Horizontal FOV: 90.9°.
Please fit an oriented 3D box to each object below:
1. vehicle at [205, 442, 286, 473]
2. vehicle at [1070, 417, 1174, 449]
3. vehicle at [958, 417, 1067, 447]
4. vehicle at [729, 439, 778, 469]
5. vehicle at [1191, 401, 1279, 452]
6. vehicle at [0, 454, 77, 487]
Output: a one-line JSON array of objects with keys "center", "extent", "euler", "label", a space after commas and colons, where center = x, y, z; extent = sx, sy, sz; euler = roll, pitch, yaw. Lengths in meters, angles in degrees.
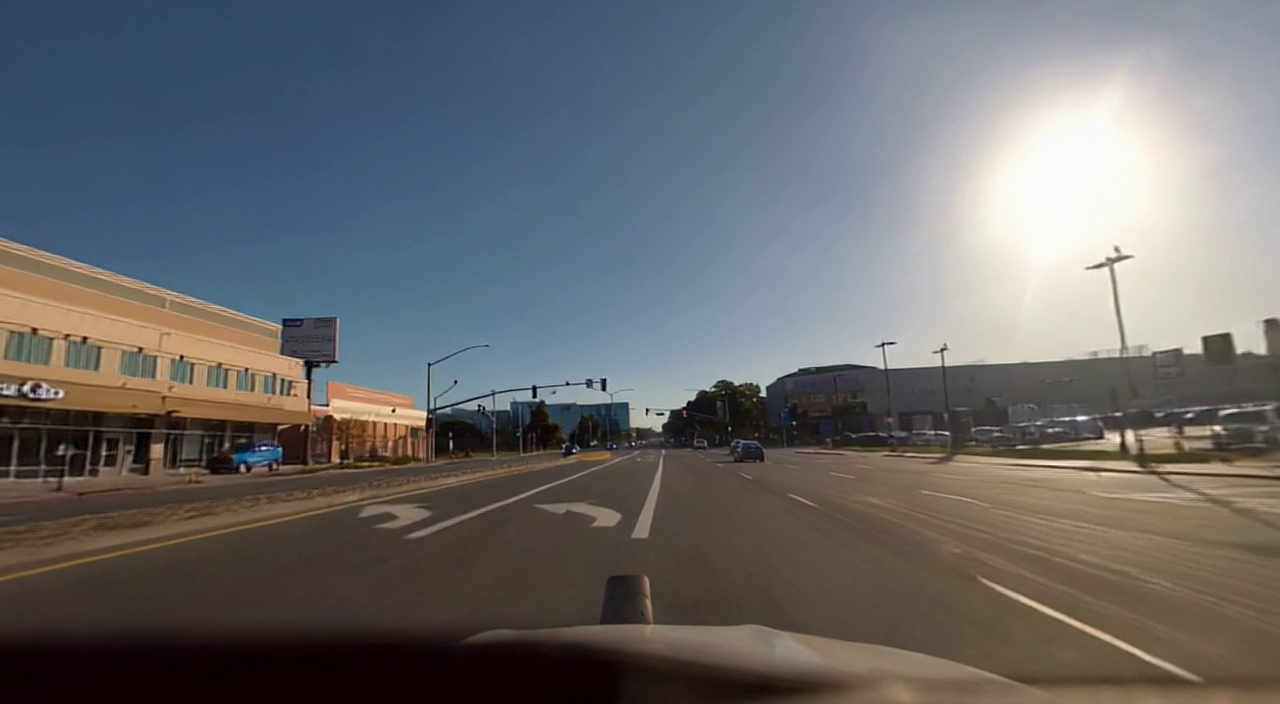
[{"center": [-29.651, 7.941, 47.644], "extent": [2.298, 2.186, 5.973], "euler": [0, -9, -1], "label": "vehicle"}, {"center": [27.982, 4.755, 36.675], "extent": [4.326, 1.788, 1.984], "euler": [0, -9, 0], "label": "vehicle"}, {"center": [28.628, 6.205, 48.665], "extent": [6.608, 2.249, 2.726], "euler": [0, -9, 0], "label": "vehicle"}, {"center": [6.185, 5.627, 34.786], "extent": [2.038, 1.528, 4.259], "euler": [0, -9, 1], "label": "vehicle"}, {"center": [27.725, 3.373, 27.846], "extent": [2.340, 2.048, 6.148], "euler": [-2, -9, 14], "label": "vehicle"}, {"center": [-32.605, 6.270, 33.538], "extent": [1.781, 1.590, 3.853], "euler": [0, -9, -2], "label": "vehicle"}]
